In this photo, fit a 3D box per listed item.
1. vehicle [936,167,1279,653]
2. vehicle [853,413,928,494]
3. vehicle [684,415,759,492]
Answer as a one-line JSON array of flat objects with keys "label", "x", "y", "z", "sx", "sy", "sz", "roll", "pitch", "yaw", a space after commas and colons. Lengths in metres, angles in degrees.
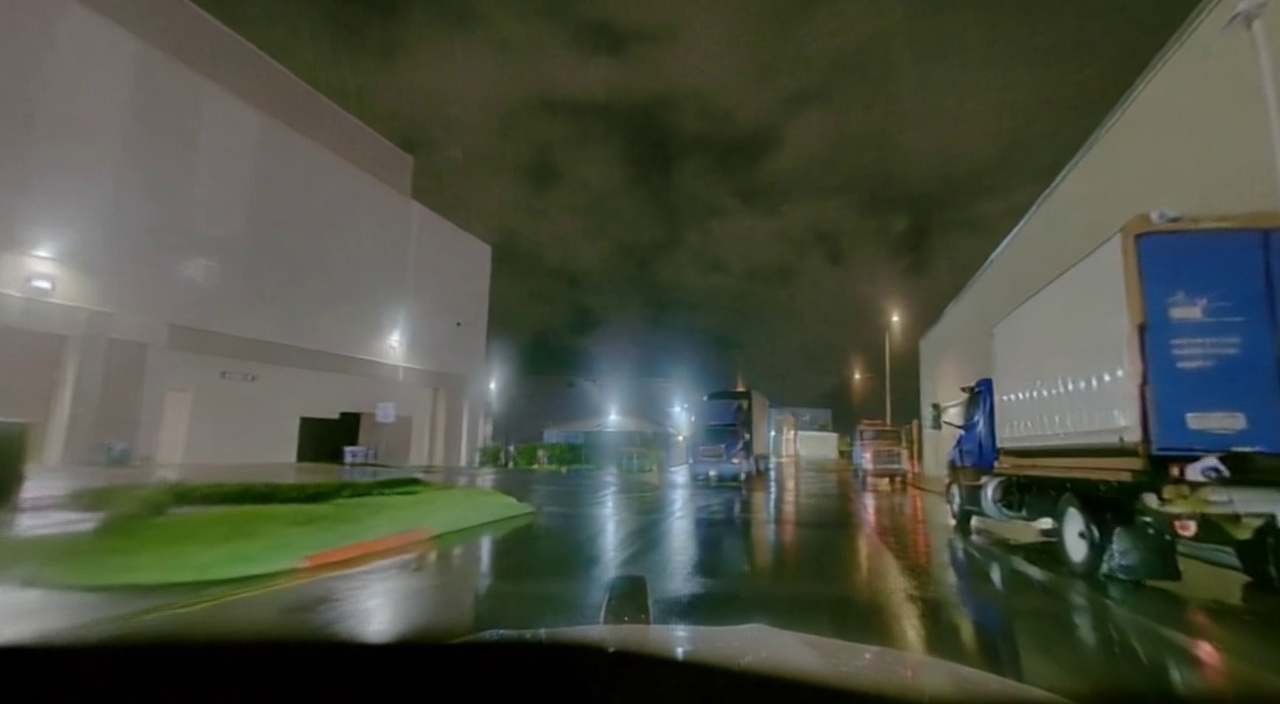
[{"label": "vehicle", "x": 8.264, "y": 1.221, "z": 11.388, "sx": 2.966, "sy": 4.658, "sz": 11.455, "roll": -2, "pitch": -8, "yaw": 14}, {"label": "vehicle", "x": 16.658, "y": 6.781, "z": 42.797, "sx": 3.132, "sy": 4.690, "sz": 11.286, "roll": -2, "pitch": -8, "yaw": 14}, {"label": "vehicle", "x": 5.239, "y": 6.192, "z": 39.070, "sx": 3.111, "sy": 4.217, "sz": 7.722, "roll": -3, "pitch": -9, "yaw": 18}]
